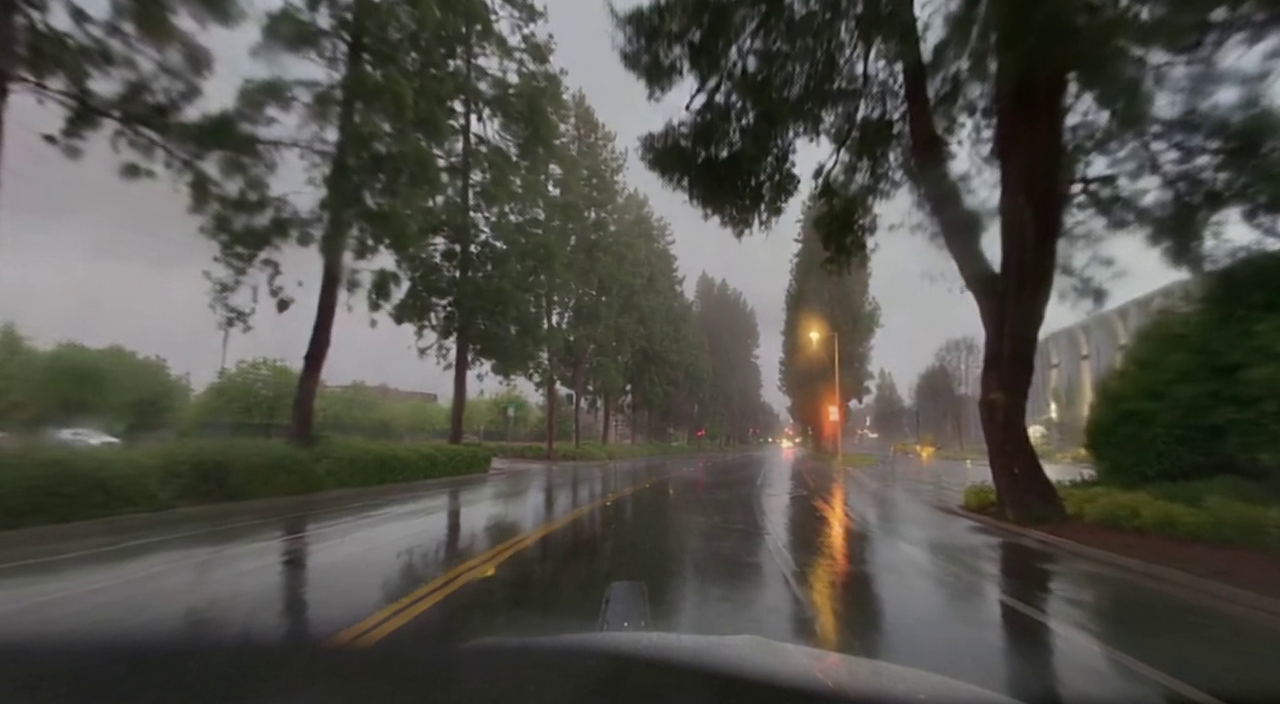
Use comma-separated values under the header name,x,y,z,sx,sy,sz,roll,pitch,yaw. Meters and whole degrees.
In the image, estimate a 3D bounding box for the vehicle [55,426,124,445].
name,x,y,z,sx,sy,sz,roll,pitch,yaw
vehicle,-43.387,6.613,49.738,1.682,1.478,3.747,-1,-8,11
